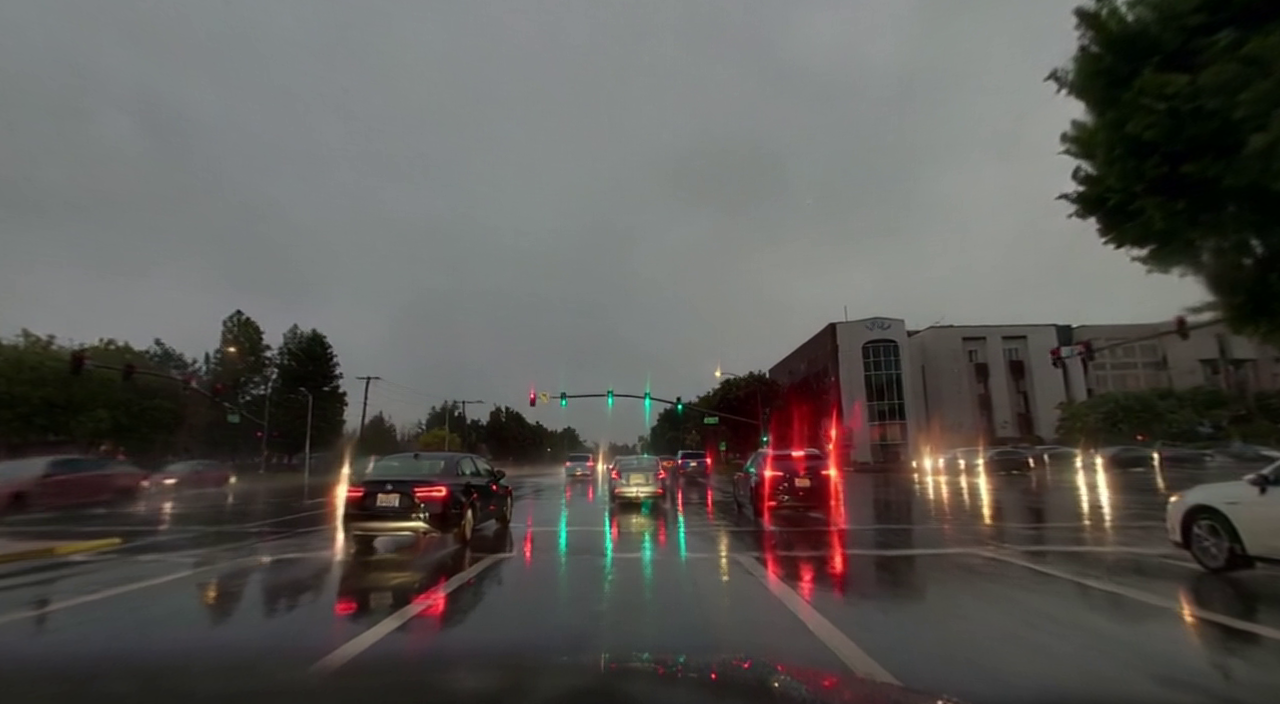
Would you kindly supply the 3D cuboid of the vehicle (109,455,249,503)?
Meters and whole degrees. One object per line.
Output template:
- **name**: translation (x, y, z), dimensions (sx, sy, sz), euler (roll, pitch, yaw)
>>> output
- **vehicle**: translation (-17.982, 4.937, 24.996), dimensions (2.004, 1.600, 4.668), euler (0, -8, 0)

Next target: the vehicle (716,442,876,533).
- **vehicle**: translation (3.047, 2.746, 13.579), dimensions (1.996, 1.566, 4.917), euler (0, -8, -2)

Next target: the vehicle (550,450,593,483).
- **vehicle**: translation (-3.869, 6.548, 36.426), dimensions (2.033, 1.714, 4.278), euler (0, -8, 0)

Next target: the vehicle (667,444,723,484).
- **vehicle**: translation (2.569, 5.388, 30.732), dimensions (2.138, 1.778, 4.422), euler (0, -8, -2)

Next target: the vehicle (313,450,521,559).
- **vehicle**: translation (-3.549, 2.493, 11.133), dimensions (2.045, 1.463, 4.490), euler (0, -8, 0)

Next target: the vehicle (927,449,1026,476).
- **vehicle**: translation (19.313, 6.329, 36.412), dimensions (4.620, 1.446, 1.950), euler (0, -9, -3)

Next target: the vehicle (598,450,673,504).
- **vehicle**: translation (-0.193, 3.813, 19.777), dimensions (2.098, 1.461, 3.958), euler (0, -8, -2)

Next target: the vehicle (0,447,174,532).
- **vehicle**: translation (-14.502, 3.299, 15.831), dimensions (2.126, 1.785, 4.534), euler (0, -8, 0)

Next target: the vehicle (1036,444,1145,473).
- **vehicle**: translation (23.698, 5.611, 33.326), dimensions (4.255, 1.465, 1.936), euler (0, -9, -3)
